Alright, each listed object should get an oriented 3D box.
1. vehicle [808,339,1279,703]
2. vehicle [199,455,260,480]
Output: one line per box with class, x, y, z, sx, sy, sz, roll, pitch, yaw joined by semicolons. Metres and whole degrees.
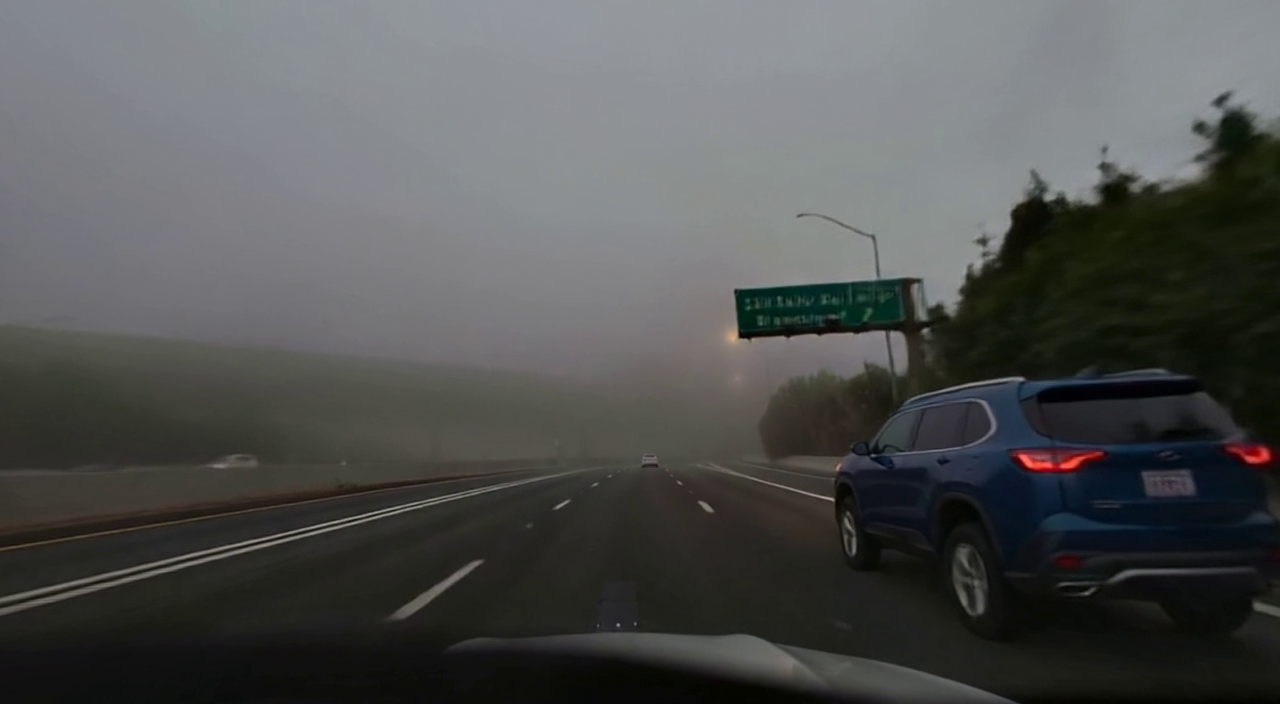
vehicle;3.302;1.249;5.589;2.155;1.918;4.945;0;-9;-1
vehicle;-29.867;8.405;46.138;1.866;1.478;4.213;-1;-7;-4
